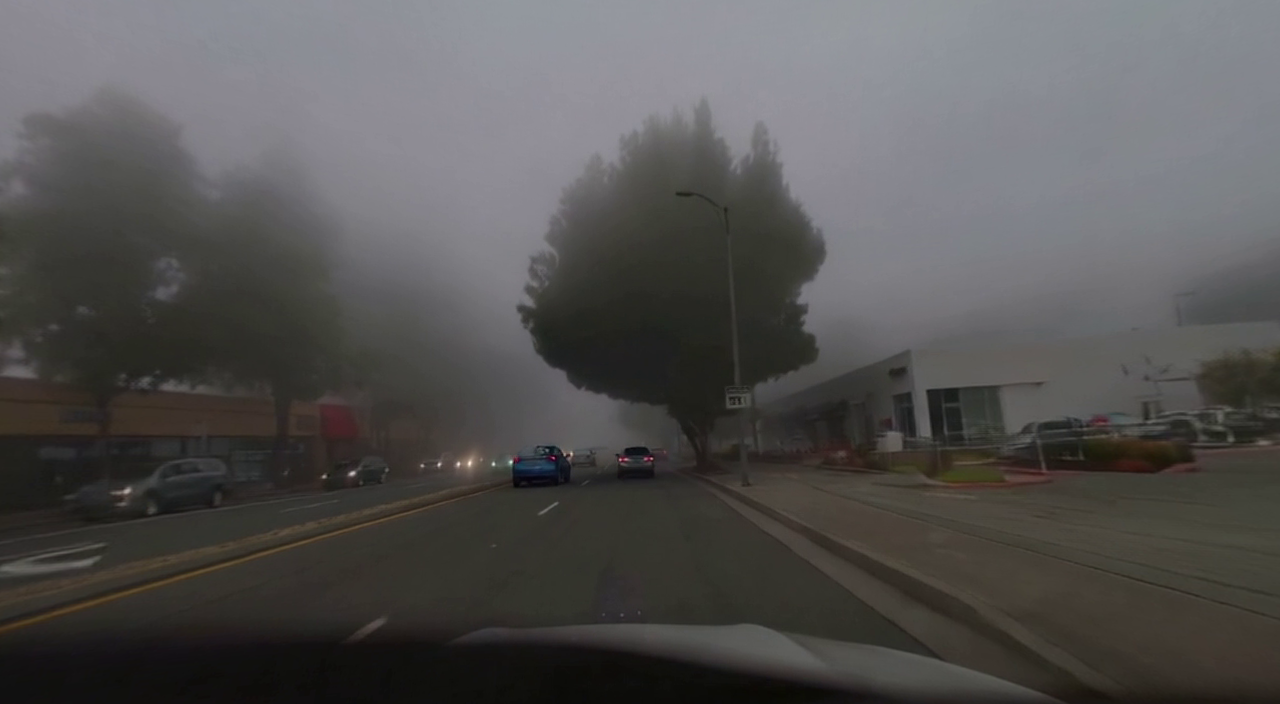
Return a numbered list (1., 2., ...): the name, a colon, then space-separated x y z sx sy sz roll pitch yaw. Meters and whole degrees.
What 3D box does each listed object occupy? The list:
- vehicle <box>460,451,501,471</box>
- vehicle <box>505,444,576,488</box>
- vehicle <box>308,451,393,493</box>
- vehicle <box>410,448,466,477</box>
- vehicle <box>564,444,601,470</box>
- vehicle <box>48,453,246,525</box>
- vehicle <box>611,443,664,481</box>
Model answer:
1. vehicle: -12.489 8.559 49.793 1.909 1.462 4.608 -1 -8 2
2. vehicle: -3.567 4.136 23.312 1.921 1.477 4.083 0 -8 0
3. vehicle: -13.431 5.539 29.602 1.936 1.656 4.284 -3 -8 1
4. vehicle: -13.029 7.136 41.087 1.999 1.755 4.518 -1 -8 3
5. vehicle: -3.539 6.517 39.508 1.887 1.517 4.254 0 -8 1
6. vehicle: -14.452 3.990 18.994 2.050 1.786 4.633 -1 -8 3
7. vehicle: -0.198 4.653 27.074 2.085 1.475 3.976 0 -8 -2
